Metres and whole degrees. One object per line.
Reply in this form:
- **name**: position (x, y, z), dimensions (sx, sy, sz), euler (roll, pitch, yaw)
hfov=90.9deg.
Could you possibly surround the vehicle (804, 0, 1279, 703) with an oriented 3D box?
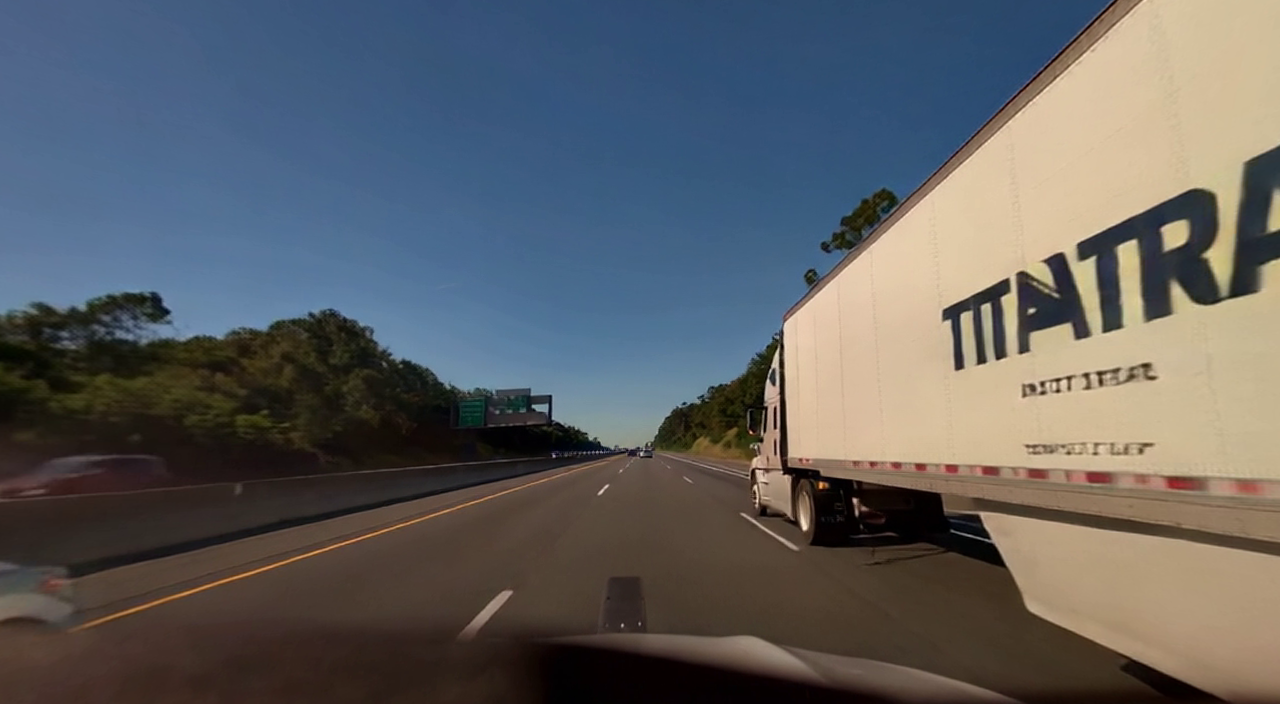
- **vehicle**: position (4.020, -0.307, 2.367), dimensions (2.947, 4.020, 14.220), euler (0, -9, 0)

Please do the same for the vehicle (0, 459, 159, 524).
- **vehicle**: position (-15.148, 3.594, 16.688), dimensions (1.889, 1.458, 3.634), euler (0, -9, 0)
